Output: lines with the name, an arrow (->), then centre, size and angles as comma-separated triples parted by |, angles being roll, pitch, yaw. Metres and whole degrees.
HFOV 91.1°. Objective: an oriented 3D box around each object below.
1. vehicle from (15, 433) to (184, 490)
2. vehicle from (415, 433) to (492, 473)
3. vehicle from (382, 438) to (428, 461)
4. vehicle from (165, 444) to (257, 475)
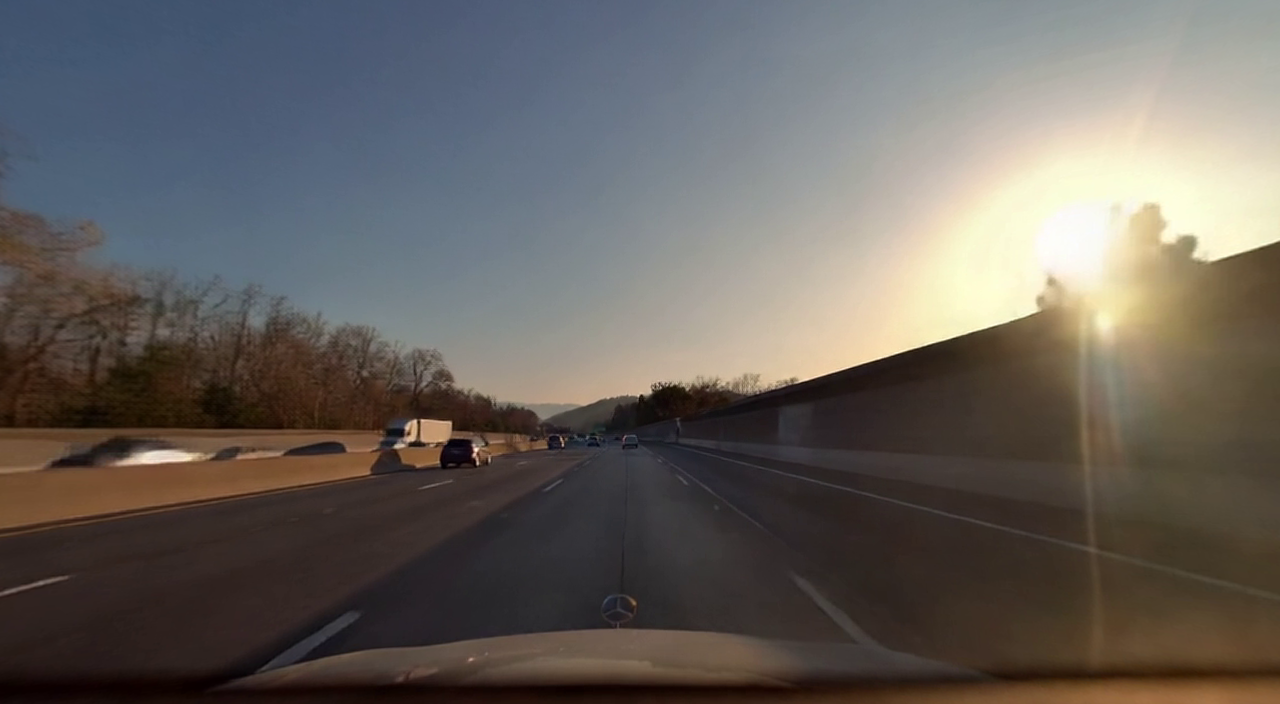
vehicle -> -16.500, 3.326, 19.509 | 1.786, 1.565, 3.896 | 0, -8, -1
vehicle -> -7.672, 4.175, 26.306 | 1.972, 1.532, 4.222 | 0, -8, 0
vehicle -> -17.005, 7.055, 45.696 | 1.812, 1.519, 3.999 | 0, -8, 0
vehicle -> -23.699, 5.911, 34.990 | 1.849, 1.552, 4.689 | 0, -8, -1
